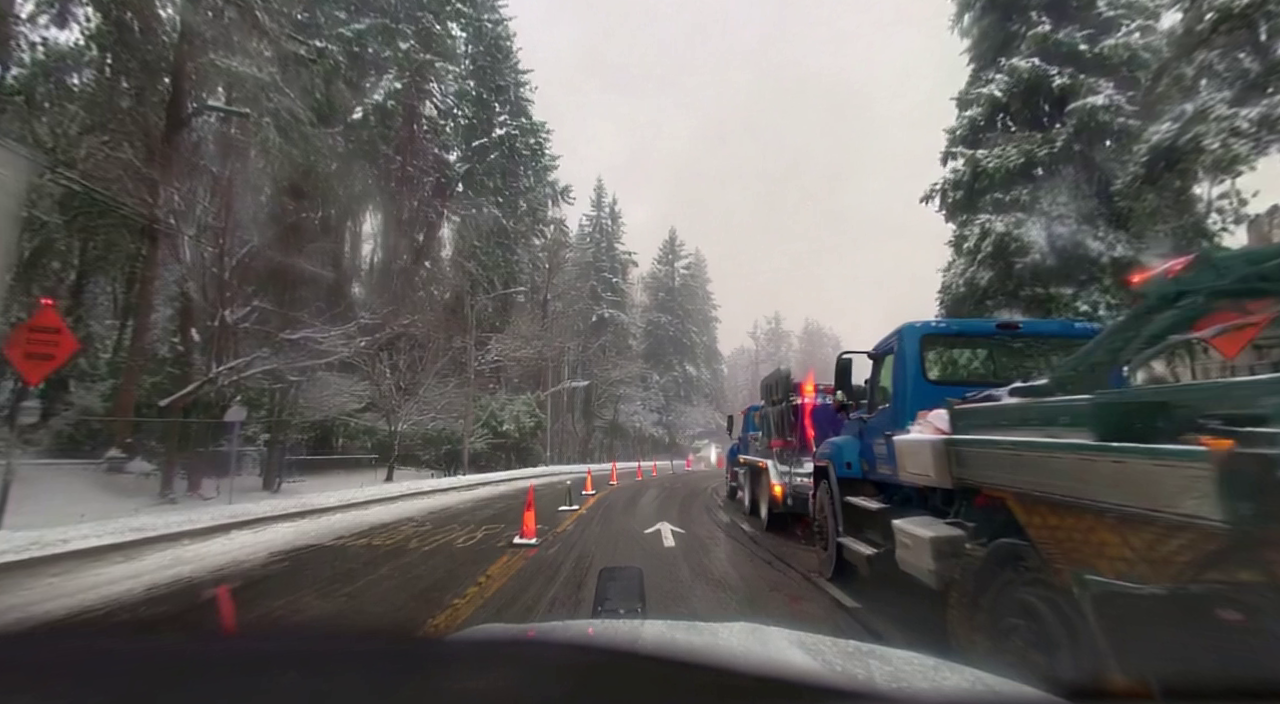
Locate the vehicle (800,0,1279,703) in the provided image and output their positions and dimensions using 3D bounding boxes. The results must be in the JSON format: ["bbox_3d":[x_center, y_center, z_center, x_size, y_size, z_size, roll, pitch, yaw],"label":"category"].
[{"bbox_3d":[3.436,0.238,3.305,3.083,3.321,8.020,0,-9,0],"label":"vehicle"}]

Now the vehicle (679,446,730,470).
[{"bbox_3d":[4.524,7.320,43.783,1.945,1.494,4.201,-4,-10,29],"label":"vehicle"}]
